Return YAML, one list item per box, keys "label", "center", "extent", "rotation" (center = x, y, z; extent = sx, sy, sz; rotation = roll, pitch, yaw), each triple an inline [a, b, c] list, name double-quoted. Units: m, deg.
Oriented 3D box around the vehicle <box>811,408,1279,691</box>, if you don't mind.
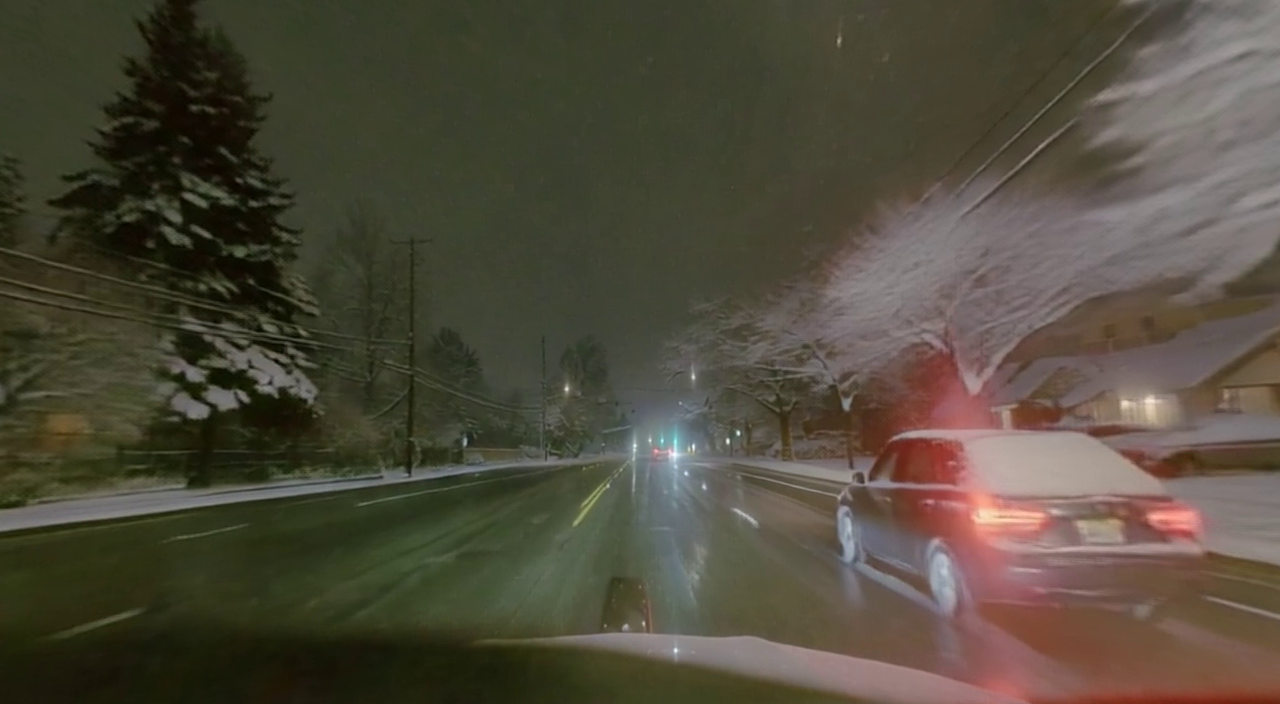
- label: "vehicle"
  center: [3.167, 1.359, 5.549]
  extent: [2.134, 1.476, 4.327]
  rotation: [0, -8, 1]
